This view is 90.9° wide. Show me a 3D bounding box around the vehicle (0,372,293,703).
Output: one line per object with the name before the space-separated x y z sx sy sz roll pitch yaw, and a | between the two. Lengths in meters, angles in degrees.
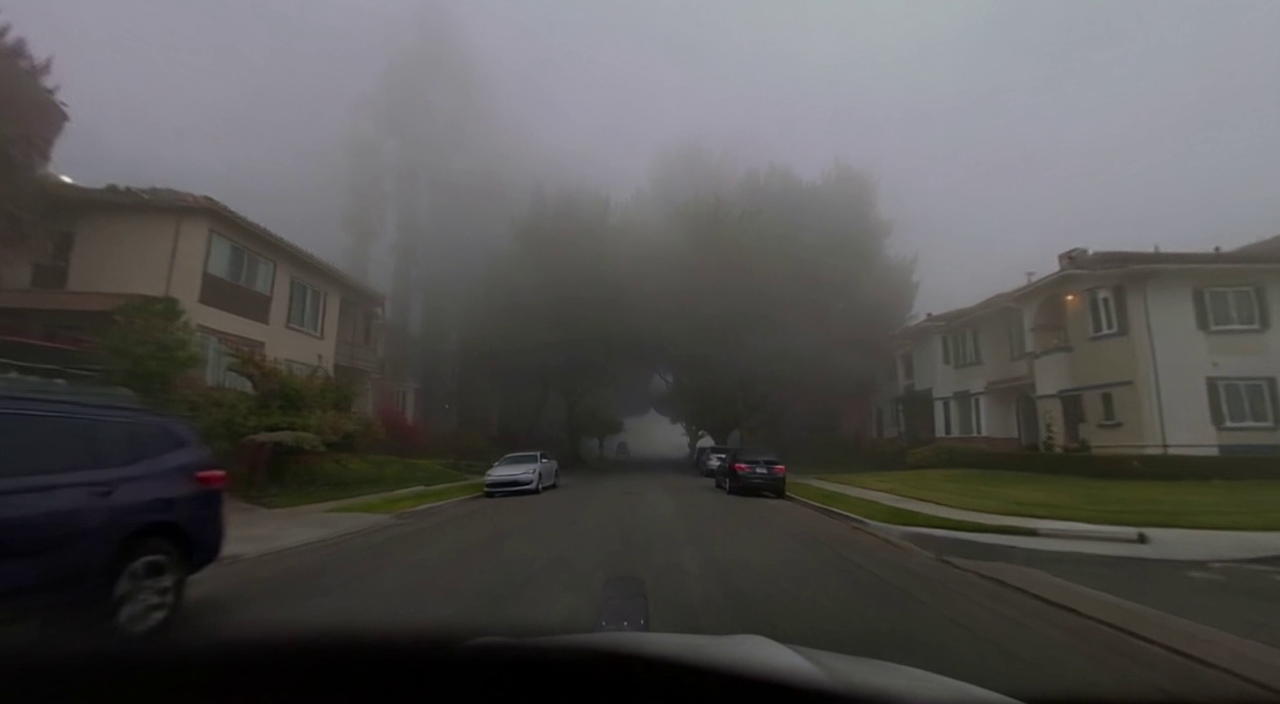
vehicle | -4.194 1.029 3.495 2.108 1.686 4.129 -1 -8 1

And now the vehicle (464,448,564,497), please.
vehicle | -3.714 3.629 19.393 1.995 1.330 4.080 -1 -9 4

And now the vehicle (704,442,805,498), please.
vehicle | 3.256 3.487 19.128 2.000 1.456 5.251 0 -9 -1
